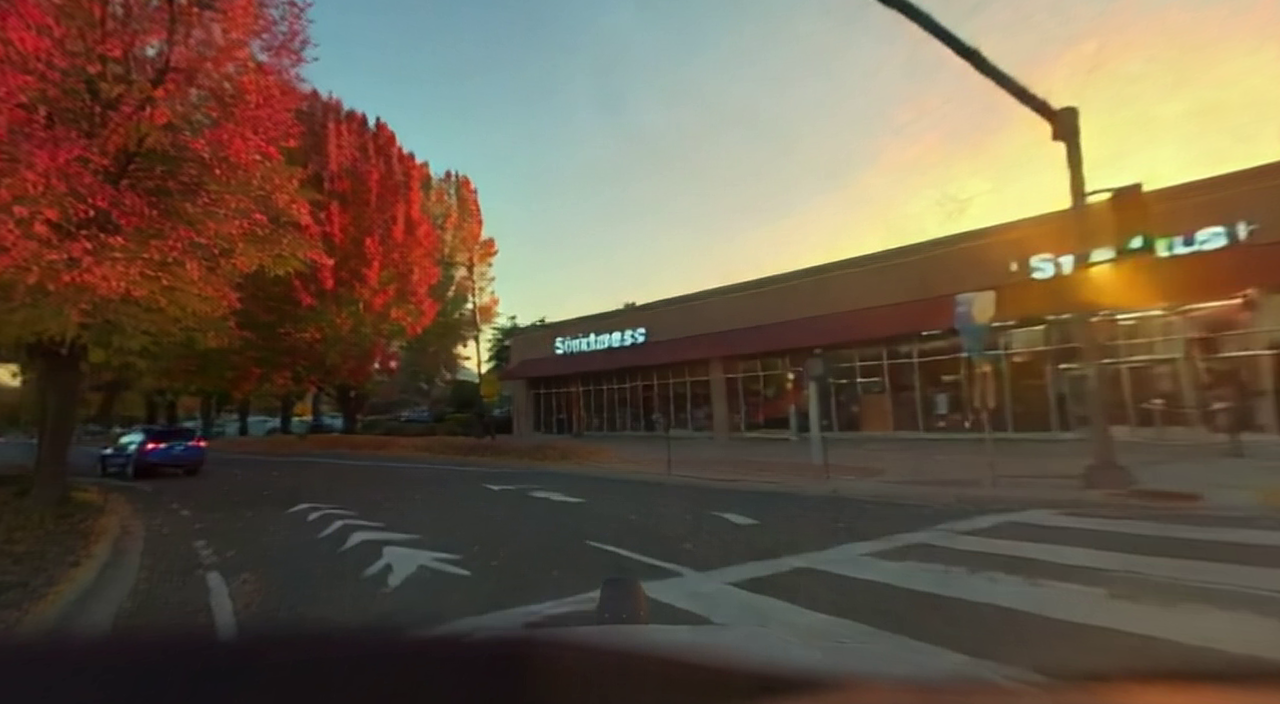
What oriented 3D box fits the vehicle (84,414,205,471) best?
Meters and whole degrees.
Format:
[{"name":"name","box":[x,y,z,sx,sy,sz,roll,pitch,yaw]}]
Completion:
[{"name":"vehicle","box":[-18.026,3.237,22.864,5.110,1.814,2.146,-6,-9,38]}]
